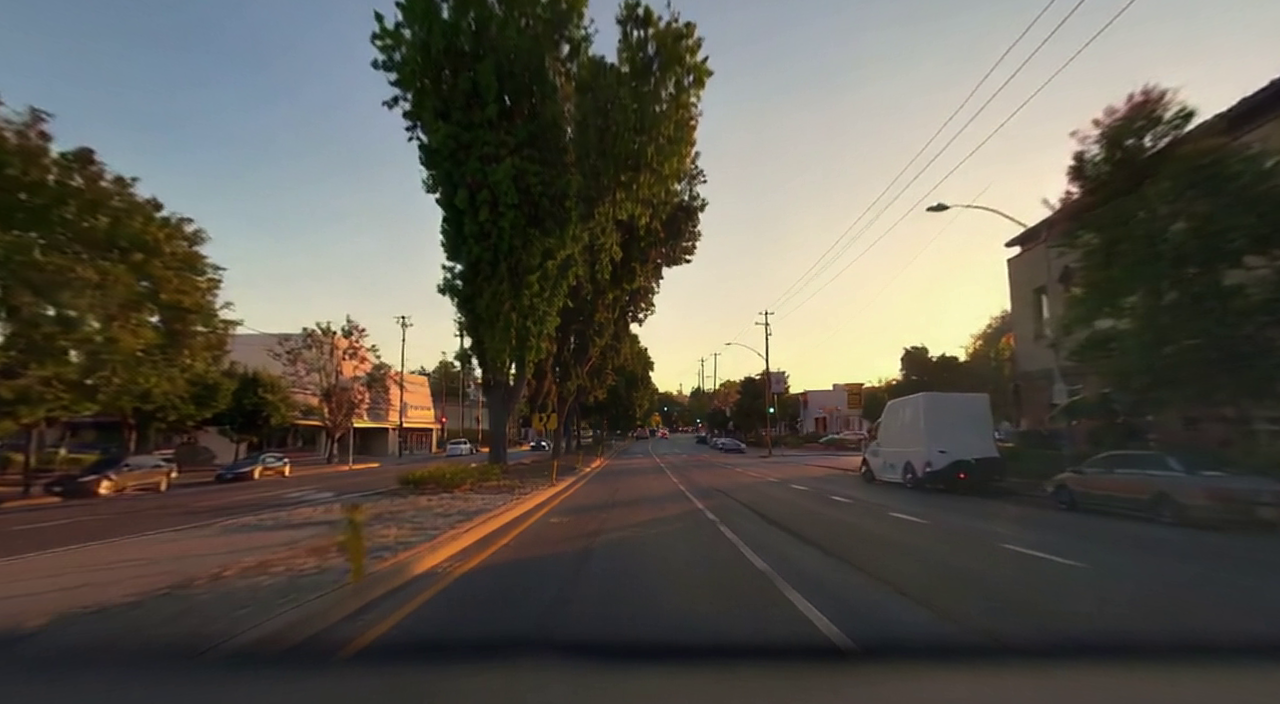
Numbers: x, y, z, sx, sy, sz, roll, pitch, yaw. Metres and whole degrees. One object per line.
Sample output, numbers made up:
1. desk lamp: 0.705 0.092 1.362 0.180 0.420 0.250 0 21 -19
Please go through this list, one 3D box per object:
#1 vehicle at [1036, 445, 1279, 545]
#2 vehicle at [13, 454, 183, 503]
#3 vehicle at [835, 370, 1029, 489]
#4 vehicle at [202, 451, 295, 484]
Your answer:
1. vehicle: 9.723 2.431 11.572 1.827 1.414 4.879 0 -9 1
2. vehicle: -19.492 4.533 23.102 1.975 1.484 4.820 0 -9 0
3. vehicle: 9.598 2.827 22.201 2.684 3.381 8.336 0 -9 0
4. vehicle: -19.562 5.757 31.801 1.813 1.465 4.454 -1 -9 0
